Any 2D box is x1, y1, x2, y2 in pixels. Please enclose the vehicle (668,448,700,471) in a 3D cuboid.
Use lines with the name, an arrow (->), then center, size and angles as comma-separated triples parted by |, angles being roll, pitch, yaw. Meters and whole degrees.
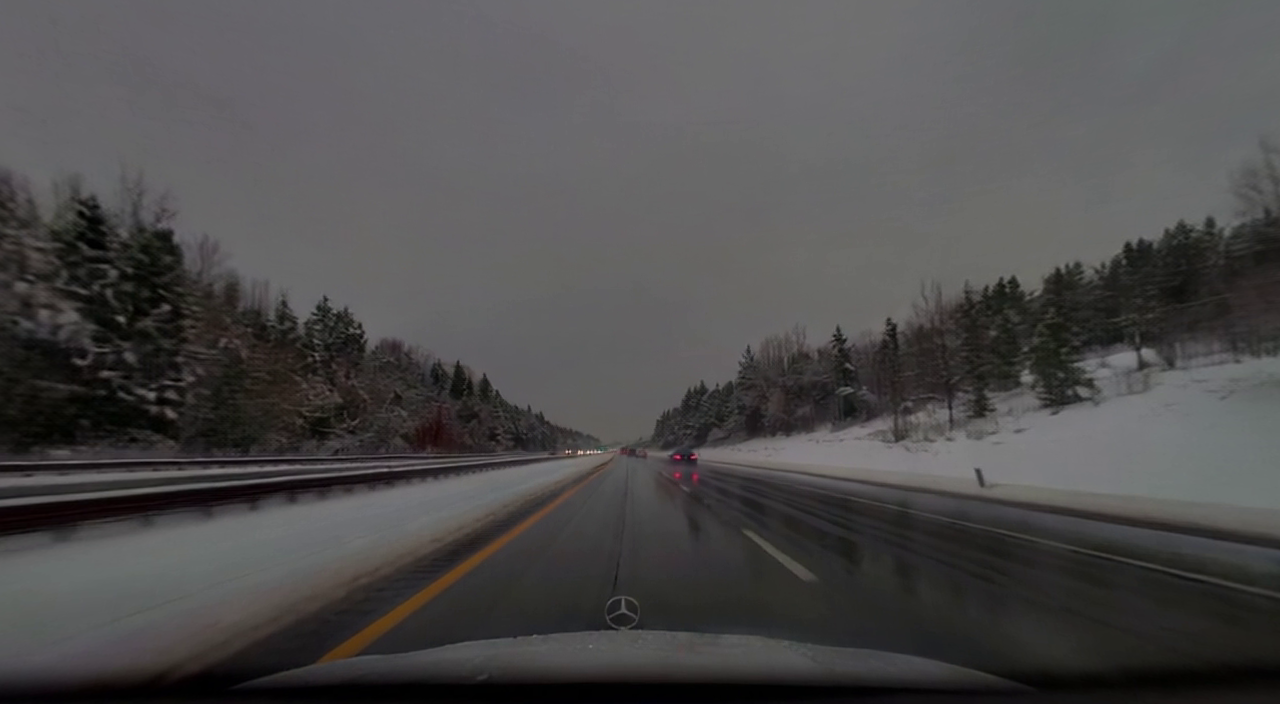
vehicle -> 3.027, 7.525, 44.322 | 1.870, 1.486, 3.858 | 0, -9, -2
